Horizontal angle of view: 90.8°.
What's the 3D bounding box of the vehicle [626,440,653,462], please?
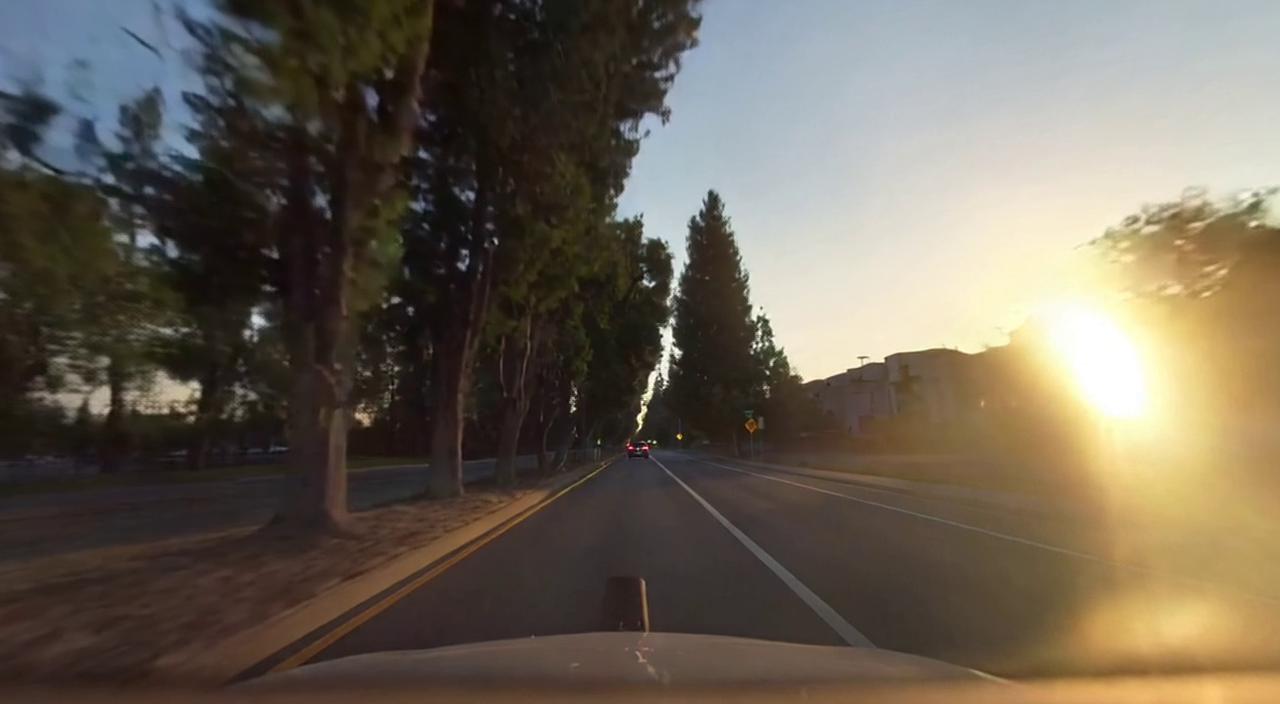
[{"bbox_3d":[-0.019,7.722,49.334,2.016,1.665,3.932,0,-8,-1],"label":"vehicle"}]
